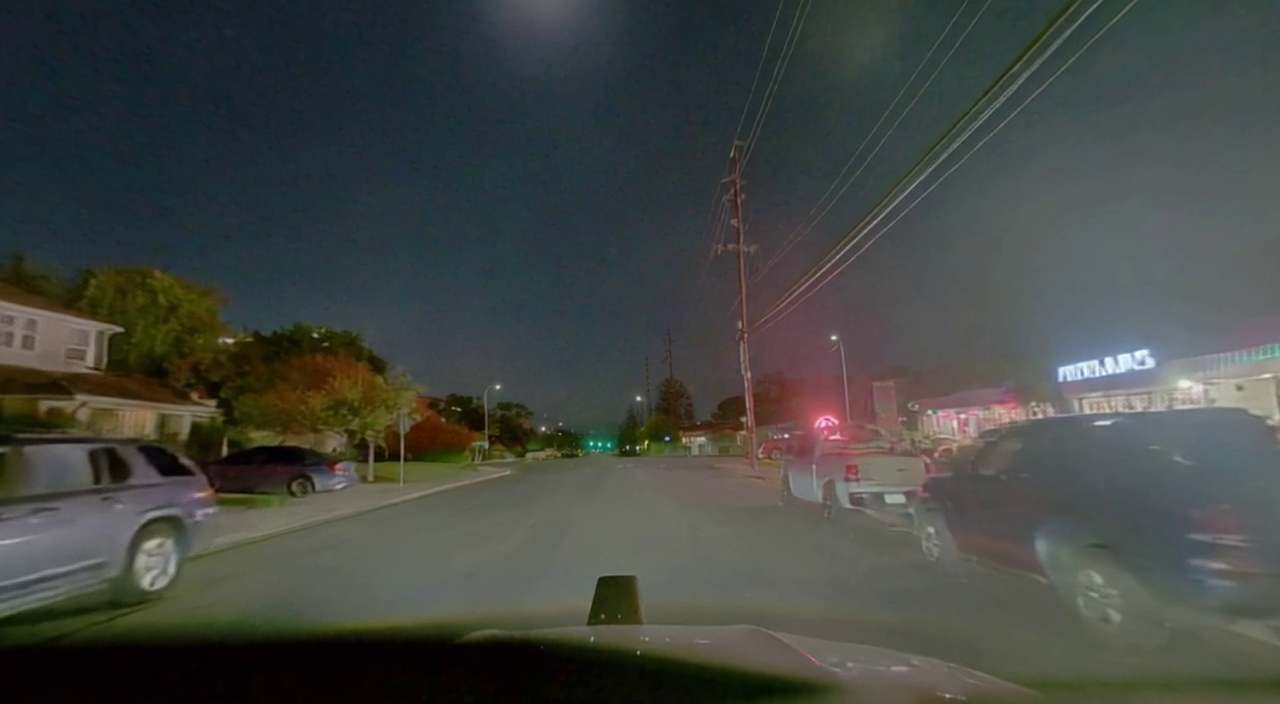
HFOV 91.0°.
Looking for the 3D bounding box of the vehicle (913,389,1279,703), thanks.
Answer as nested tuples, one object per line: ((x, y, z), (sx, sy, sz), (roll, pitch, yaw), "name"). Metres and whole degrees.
((3.904, 1.208, 4.665), (1.848, 1.550, 4.054), (0, -8, -1), "vehicle")

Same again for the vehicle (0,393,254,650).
((-5.985, 1.329, 5.049), (2.322, 1.913, 5.582), (0, -8, -1), "vehicle")

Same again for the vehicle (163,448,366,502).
((-11.102, 3.647, 18.944), (4.813, 1.503, 1.923), (0, -8, -4), "vehicle")

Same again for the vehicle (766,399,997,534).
((4.002, 2.032, 11.701), (2.205, 1.923, 5.178), (0, -8, 0), "vehicle")
